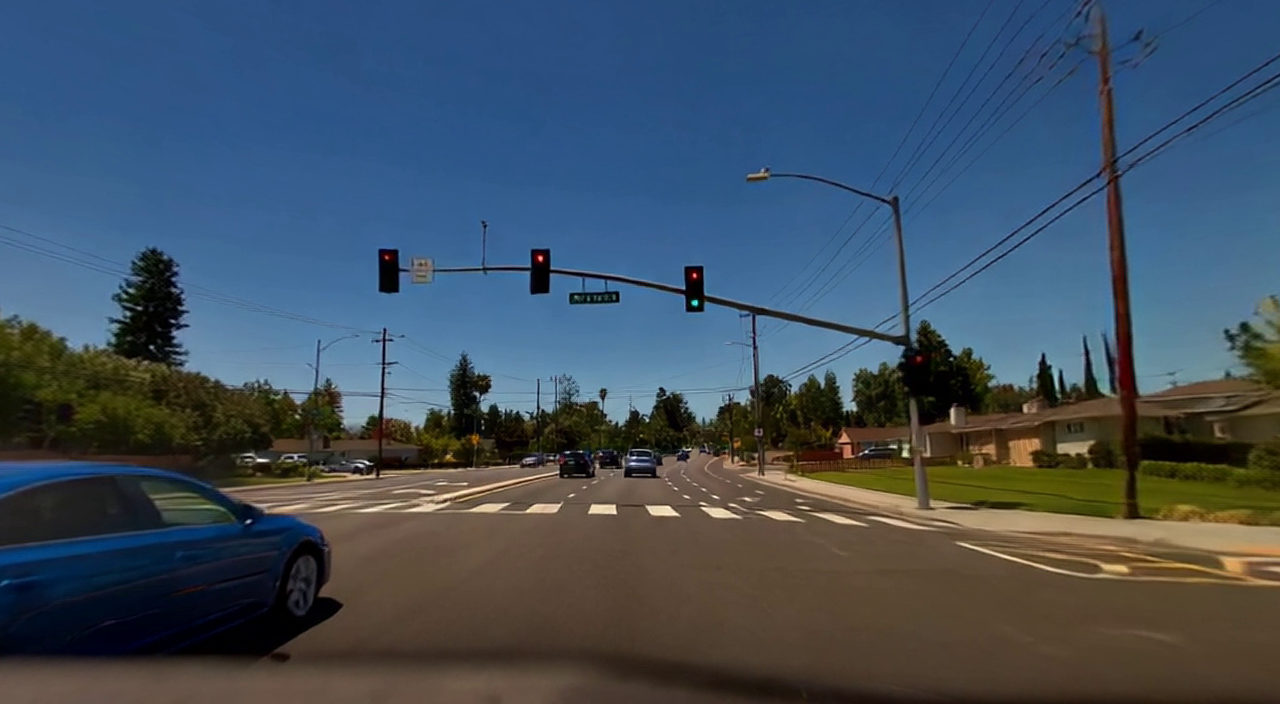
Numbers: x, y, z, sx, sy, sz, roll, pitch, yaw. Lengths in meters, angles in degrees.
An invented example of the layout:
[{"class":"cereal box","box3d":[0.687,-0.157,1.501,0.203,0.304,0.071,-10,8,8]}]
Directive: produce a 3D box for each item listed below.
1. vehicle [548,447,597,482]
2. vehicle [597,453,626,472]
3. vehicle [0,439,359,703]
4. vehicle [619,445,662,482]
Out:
[{"class":"vehicle","box3d":[-3.427,5.811,32.988,1.899,1.685,4.121,0,-9,3]},{"class":"vehicle","box3d":[-2.192,8.693,49.853,1.863,1.449,4.153,0,-9,4]},{"class":"vehicle","box3d":[-3.570,1.215,3.578,1.901,1.409,4.442,0,-9,0]},{"class":"vehicle","box3d":[0.112,5.967,34.149,2.155,1.836,4.250,0,-9,2]}]
